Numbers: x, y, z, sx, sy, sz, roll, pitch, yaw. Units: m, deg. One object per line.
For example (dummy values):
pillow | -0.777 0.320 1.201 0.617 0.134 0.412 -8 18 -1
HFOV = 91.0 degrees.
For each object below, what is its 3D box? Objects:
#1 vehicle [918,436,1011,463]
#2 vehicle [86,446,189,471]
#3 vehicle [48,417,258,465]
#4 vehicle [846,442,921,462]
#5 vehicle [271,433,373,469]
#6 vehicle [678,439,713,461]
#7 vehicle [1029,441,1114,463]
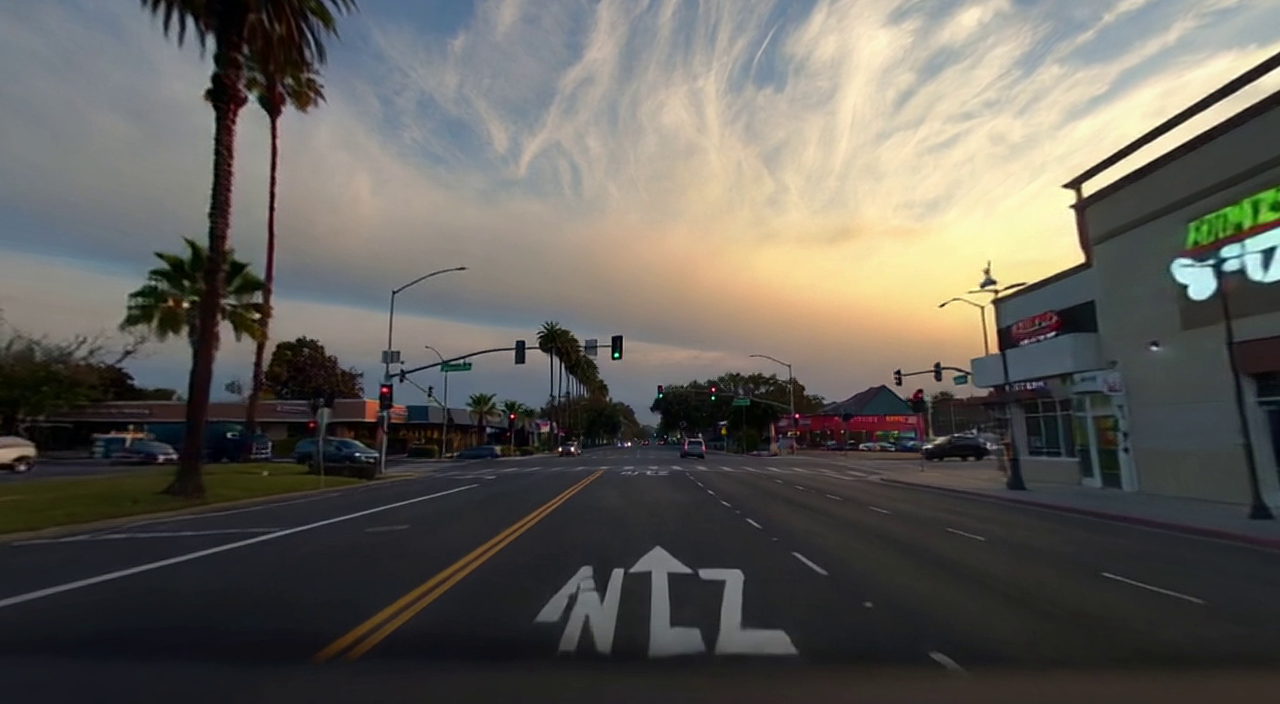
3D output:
vehicle | 23.405 7.023 45.491 5.509 1.873 2.123 0 -8 -1
vehicle | -30.563 6.501 38.360 4.538 1.446 2.028 0 -8 1
vehicle | -35.442 6.498 46.163 12.726 3.308 3.114 0 -7 0
vehicle | 18.933 7.774 49.108 4.977 1.508 1.948 0 -8 0
vehicle | -19.313 6.013 38.376 4.901 2.064 2.296 0 -8 1
vehicle | 3.975 7.082 45.645 2.065 1.507 4.225 0 -8 -1
vehicle | 31.270 7.252 45.650 4.701 1.463 1.989 0 -8 -2
